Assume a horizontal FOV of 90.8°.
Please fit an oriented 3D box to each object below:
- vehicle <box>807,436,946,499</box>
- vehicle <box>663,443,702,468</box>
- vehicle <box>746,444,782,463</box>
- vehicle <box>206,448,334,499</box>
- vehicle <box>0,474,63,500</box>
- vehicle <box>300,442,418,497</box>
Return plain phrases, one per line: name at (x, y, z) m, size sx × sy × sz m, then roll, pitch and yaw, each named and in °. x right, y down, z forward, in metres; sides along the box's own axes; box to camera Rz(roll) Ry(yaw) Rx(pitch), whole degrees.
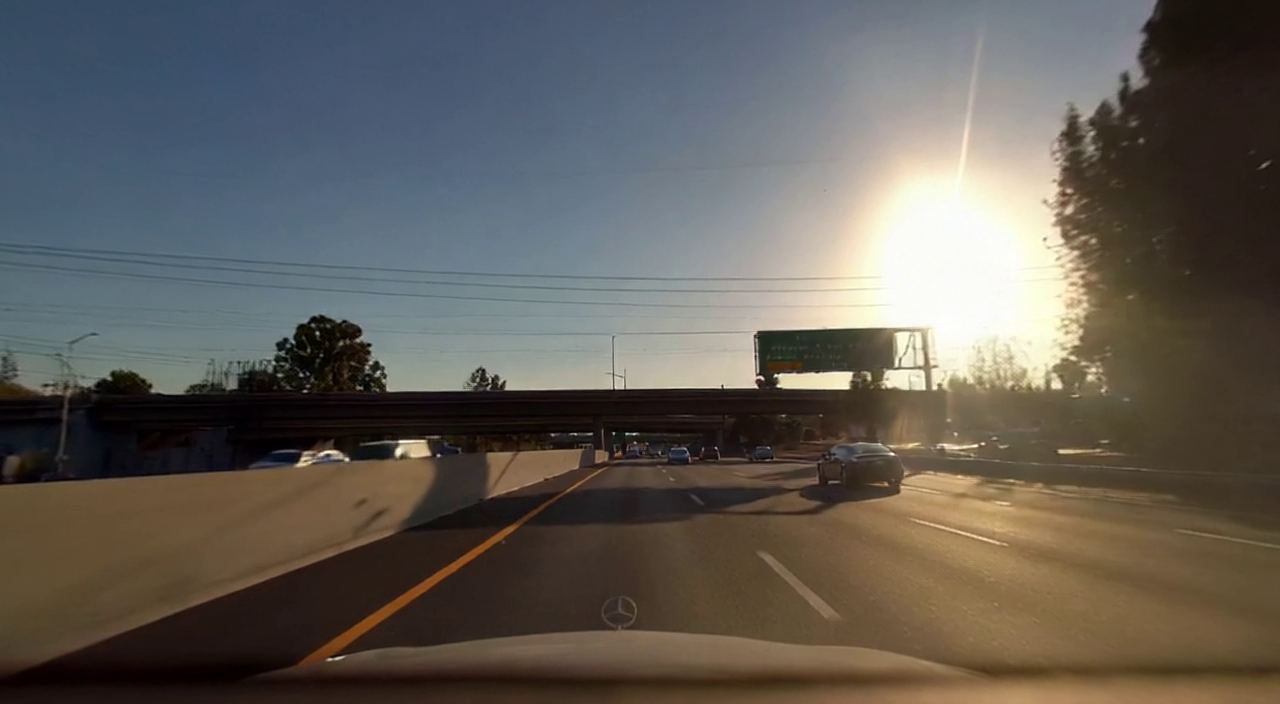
vehicle at (6.326, 3.126, 17.561) m, size 1.952 × 1.489 × 4.483 m, roll 0°, pitch -8°, yaw -2°
vehicle at (2.655, 6.560, 40.231) m, size 1.993 × 1.507 × 4.594 m, roll 0°, pitch -8°, yaw -2°
vehicle at (9.528, 7.838, 48.922) m, size 1.838 × 1.440 × 4.121 m, roll 0°, pitch -8°, yaw -2°
vehicle at (-13.323, 4.374, 23.153) m, size 1.989 × 1.628 × 4.420 m, roll -1°, pitch -8°, yaw 0°
vehicle at (-44.755, 9.645, 45.282) m, size 4.638 × 1.692 × 2.010 m, roll 0°, pitch -9°, yaw -2°
vehicle at (-10.029, 4.192, 23.037) m, size 2.147 × 1.758 × 4.619 m, roll -1°, pitch -8°, yaw 0°
